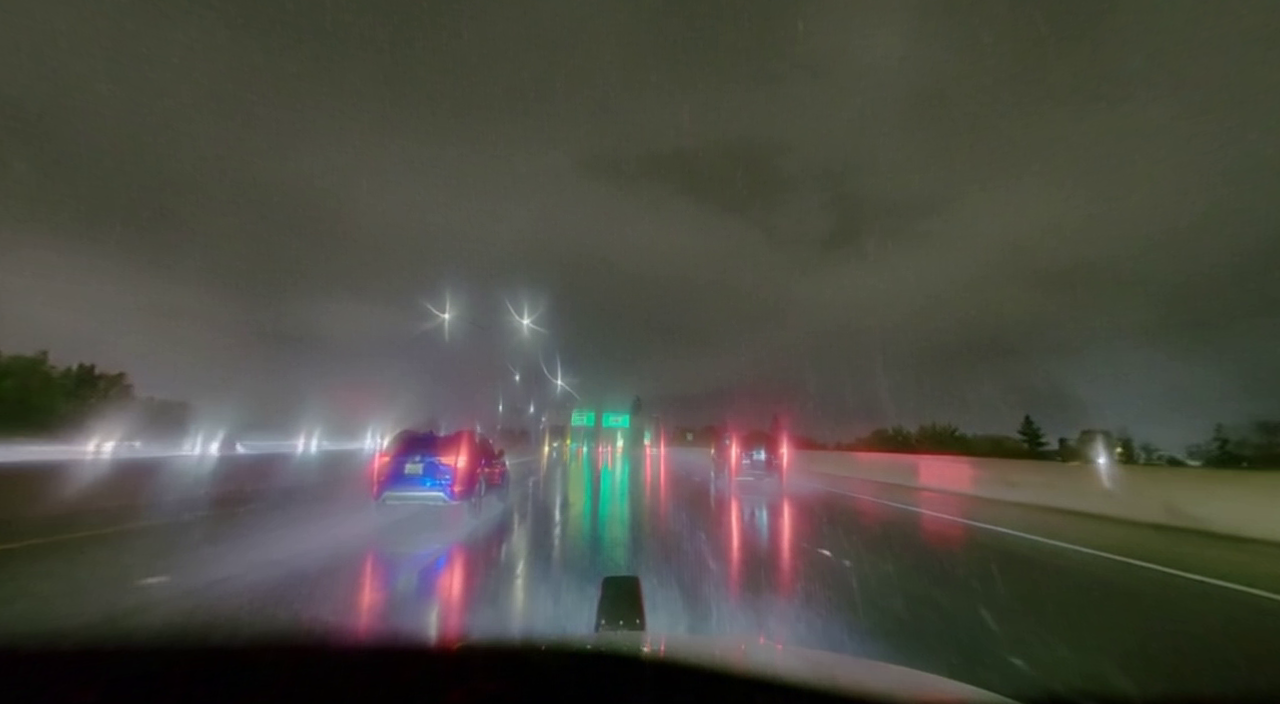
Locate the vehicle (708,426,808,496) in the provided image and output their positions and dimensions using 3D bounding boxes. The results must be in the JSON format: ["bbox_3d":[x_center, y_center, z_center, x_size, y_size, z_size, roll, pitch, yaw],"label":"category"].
[{"bbox_3d":[3.474,3.333,19.578,2.153,1.860,4.689,0,-9,-1],"label":"vehicle"}]

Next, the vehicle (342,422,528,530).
[{"bbox_3d":[-3.754,2.370,12.605,2.214,1.743,4.465,0,-9,0],"label":"vehicle"}]
